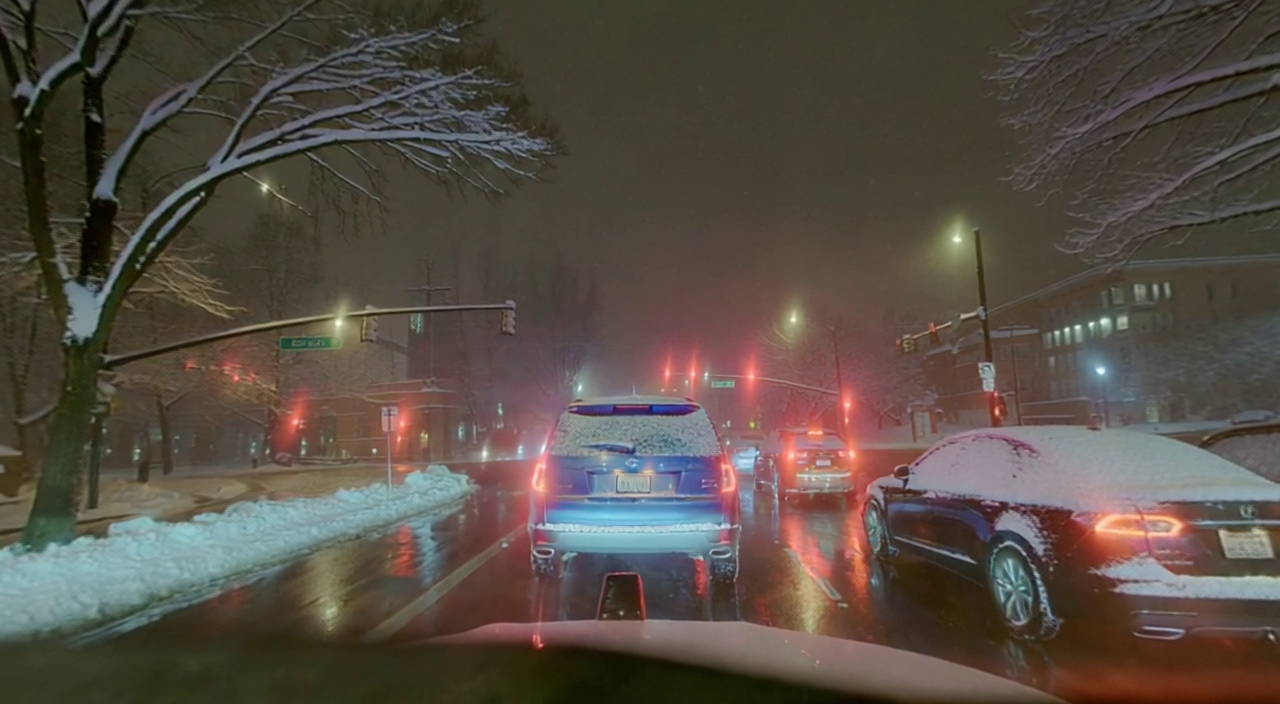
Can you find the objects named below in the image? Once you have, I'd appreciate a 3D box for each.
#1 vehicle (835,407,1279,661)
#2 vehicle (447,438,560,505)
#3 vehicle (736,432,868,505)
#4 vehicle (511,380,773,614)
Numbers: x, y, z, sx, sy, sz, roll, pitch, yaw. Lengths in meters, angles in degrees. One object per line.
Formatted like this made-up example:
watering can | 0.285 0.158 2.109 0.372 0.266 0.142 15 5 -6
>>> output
vehicle | 3.640 1.411 6.081 1.995 1.483 4.533 0 -8 -1
vehicle | -3.316 2.984 16.212 1.913 1.464 4.276 0 -8 0
vehicle | 3.634 2.700 15.058 1.940 1.474 4.234 0 -8 -1
vehicle | -0.032 1.461 7.273 2.038 1.819 4.505 0 -8 -1
